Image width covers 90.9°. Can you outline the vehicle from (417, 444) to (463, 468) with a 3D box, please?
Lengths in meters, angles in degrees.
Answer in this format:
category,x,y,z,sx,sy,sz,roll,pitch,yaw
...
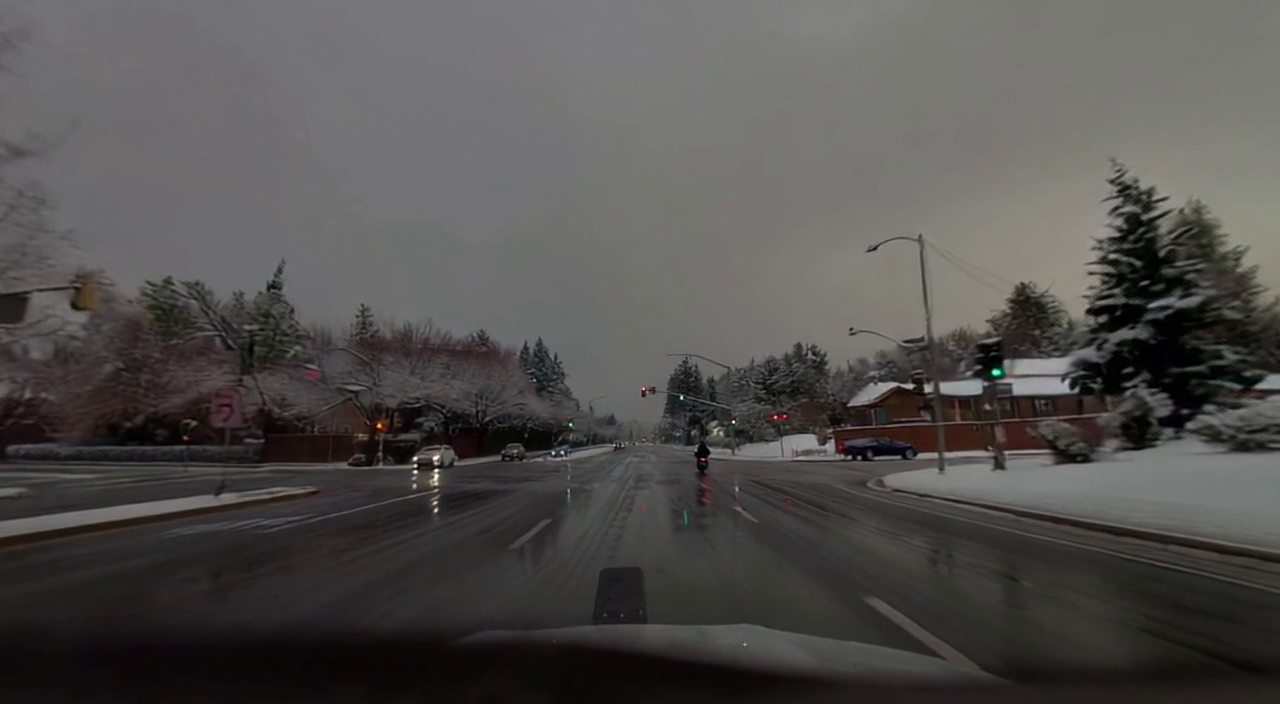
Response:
category,x,y,z,sx,sy,sz,roll,pitch,yaw
vehicle,-13.834,7.172,43.792,1.879,1.578,3.901,0,-8,1

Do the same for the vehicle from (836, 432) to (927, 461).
category,x,y,z,sx,sy,sz,roll,pitch,yaw
vehicle,15.459,6.077,40.602,4.947,1.771,2.222,0,-8,0
